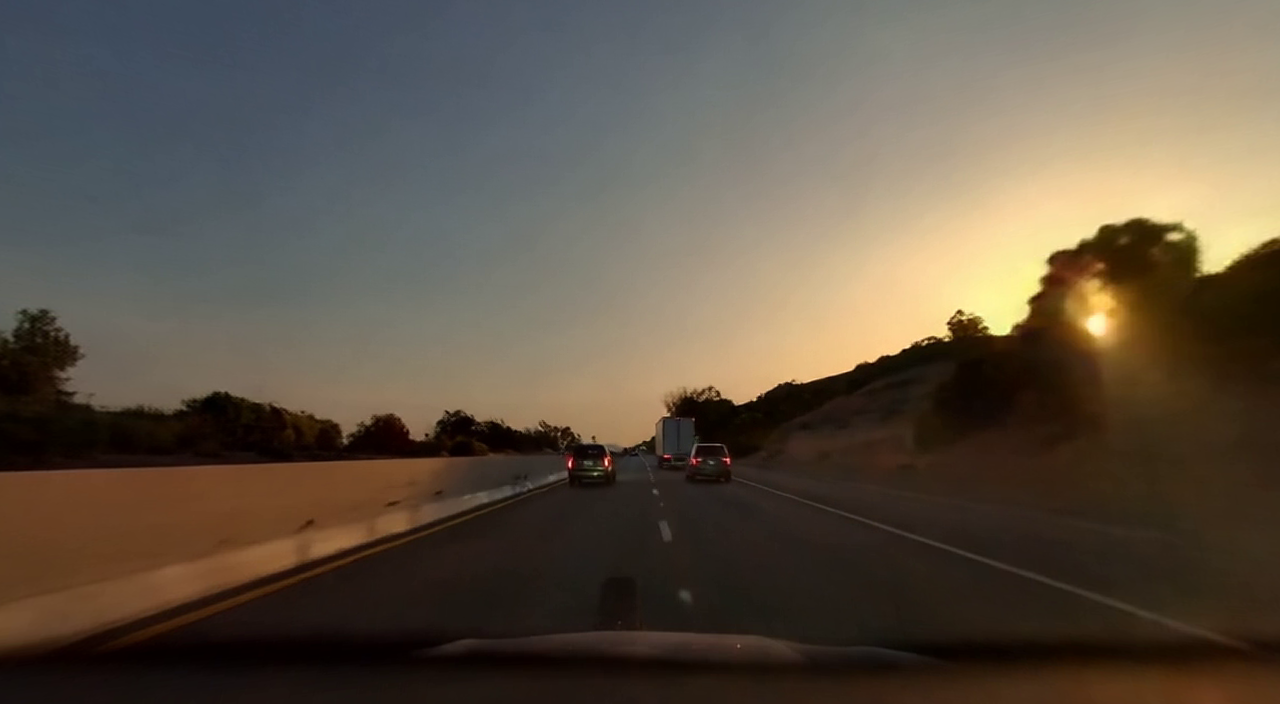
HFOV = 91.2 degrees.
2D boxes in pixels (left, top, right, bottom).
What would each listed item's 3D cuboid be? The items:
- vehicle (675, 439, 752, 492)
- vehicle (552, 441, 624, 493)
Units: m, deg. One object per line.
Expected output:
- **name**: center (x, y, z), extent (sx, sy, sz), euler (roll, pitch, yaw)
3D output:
- **vehicle**: center (2.497, 4.010, 22.427), extent (2.230, 1.715, 4.243), euler (0, -9, 0)
- **vehicle**: center (-1.728, 4.060, 22.461), extent (2.181, 1.653, 4.691), euler (0, -9, 0)
